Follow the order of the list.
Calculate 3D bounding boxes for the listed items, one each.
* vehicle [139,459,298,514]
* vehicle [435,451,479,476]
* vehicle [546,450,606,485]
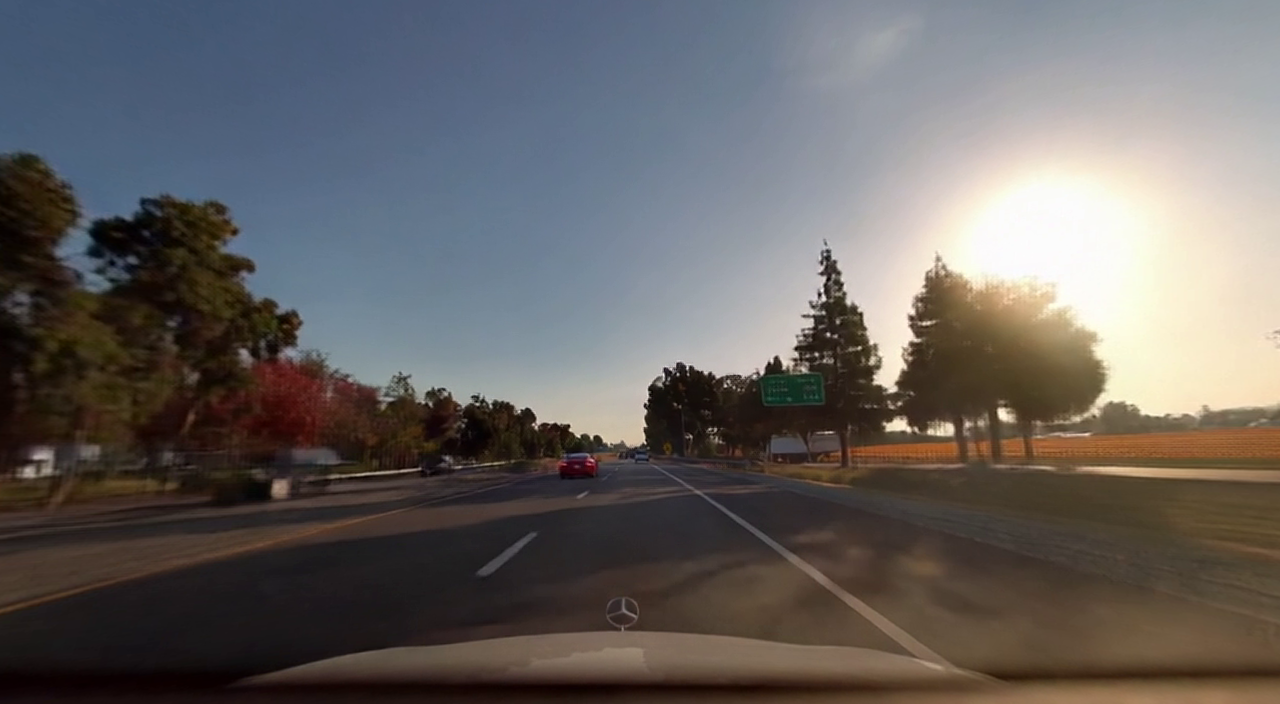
[{"bbox_3d":[-12.506,3.977,19.117,1.940,1.397,4.170,0,-9,-1],"label":"vehicle"},{"bbox_3d":[-12.224,7.460,42.368,1.783,1.520,3.915,0,-9,-1],"label":"vehicle"},{"bbox_3d":[-2.855,5.276,29.197,2.170,1.451,4.584,0,-9,2],"label":"vehicle"}]
